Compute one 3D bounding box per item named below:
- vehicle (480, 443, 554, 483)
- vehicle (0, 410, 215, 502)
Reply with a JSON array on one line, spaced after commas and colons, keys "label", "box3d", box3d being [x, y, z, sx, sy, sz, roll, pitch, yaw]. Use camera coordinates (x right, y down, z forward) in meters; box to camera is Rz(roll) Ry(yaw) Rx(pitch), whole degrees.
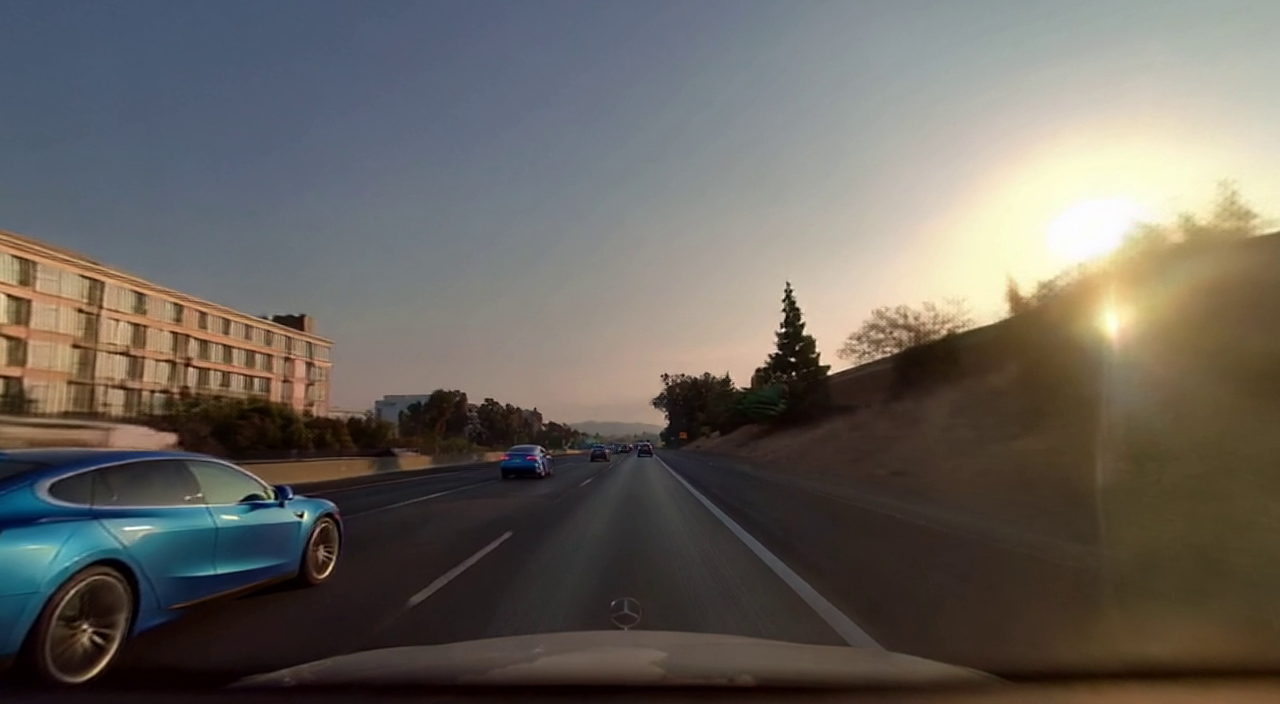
[{"label": "vehicle", "box3d": [-4.891, 4.454, 25.734, 2.083, 1.471, 4.350, 0, -8, 0]}, {"label": "vehicle", "box3d": [-25.336, 4.654, 28.776, 2.750, 3.392, 13.071, 0, -8, 0]}]
